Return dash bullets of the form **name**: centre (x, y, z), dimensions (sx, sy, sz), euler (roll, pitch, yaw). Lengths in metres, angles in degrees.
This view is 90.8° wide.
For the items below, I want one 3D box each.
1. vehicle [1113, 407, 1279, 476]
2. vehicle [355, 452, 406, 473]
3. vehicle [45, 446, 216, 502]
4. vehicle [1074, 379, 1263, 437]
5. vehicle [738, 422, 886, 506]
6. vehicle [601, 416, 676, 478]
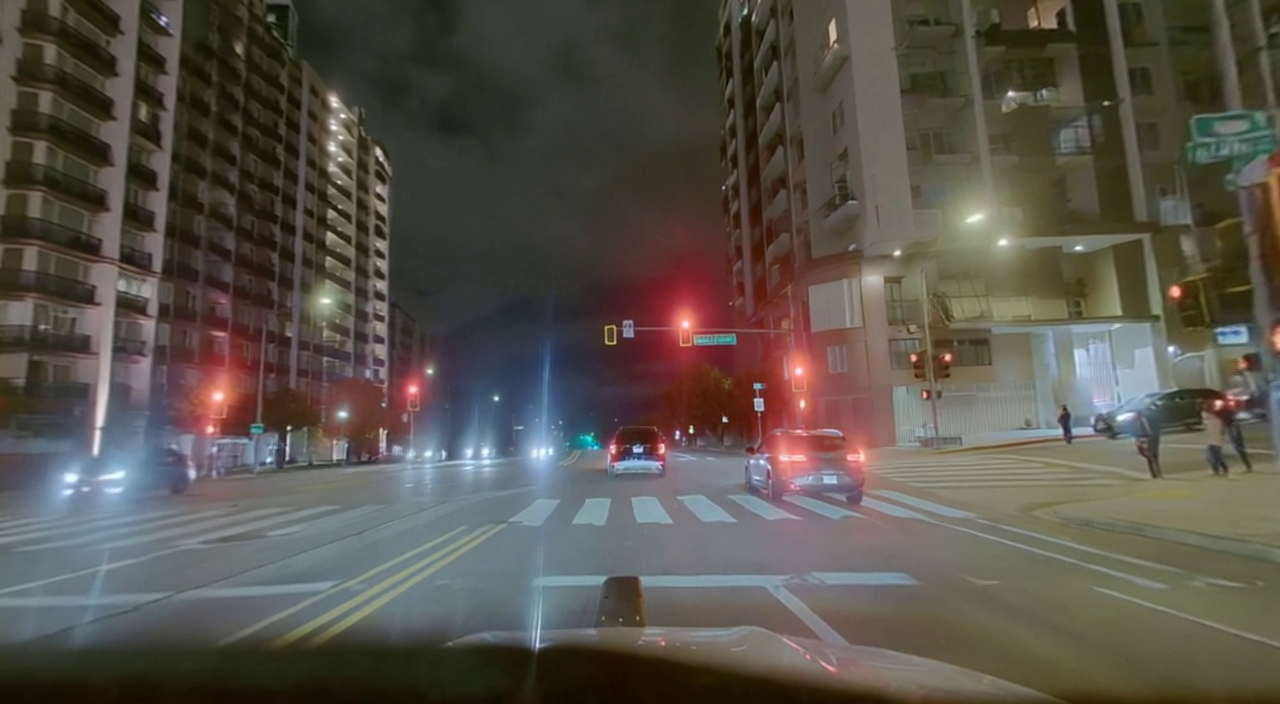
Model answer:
- **vehicle**: centre (13.941, 2.074, 14.676), dimensions (4.354, 1.466, 1.863), euler (0, -9, -1)
- **vehicle**: centre (-20.044, 8.547, 49.040), dimensions (1.979, 1.488, 4.473), euler (0, -8, 1)
- **vehicle**: centre (-17.439, 4.136, 22.003), dimensions (2.132, 1.710, 4.504), euler (0, -8, 1)
- **vehicle**: centre (20.363, 2.225, 24.541), dimensions (5.146, 1.699, 2.269), euler (-5, -8, 1)
- **vehicle**: centre (3.557, 2.422, 14.064), dimensions (1.987, 1.538, 4.510), euler (0, -8, 0)
- **vehicle**: centre (-0.013, 3.072, 20.481), dimensions (2.168, 1.776, 4.135), euler (0, -8, 1)
